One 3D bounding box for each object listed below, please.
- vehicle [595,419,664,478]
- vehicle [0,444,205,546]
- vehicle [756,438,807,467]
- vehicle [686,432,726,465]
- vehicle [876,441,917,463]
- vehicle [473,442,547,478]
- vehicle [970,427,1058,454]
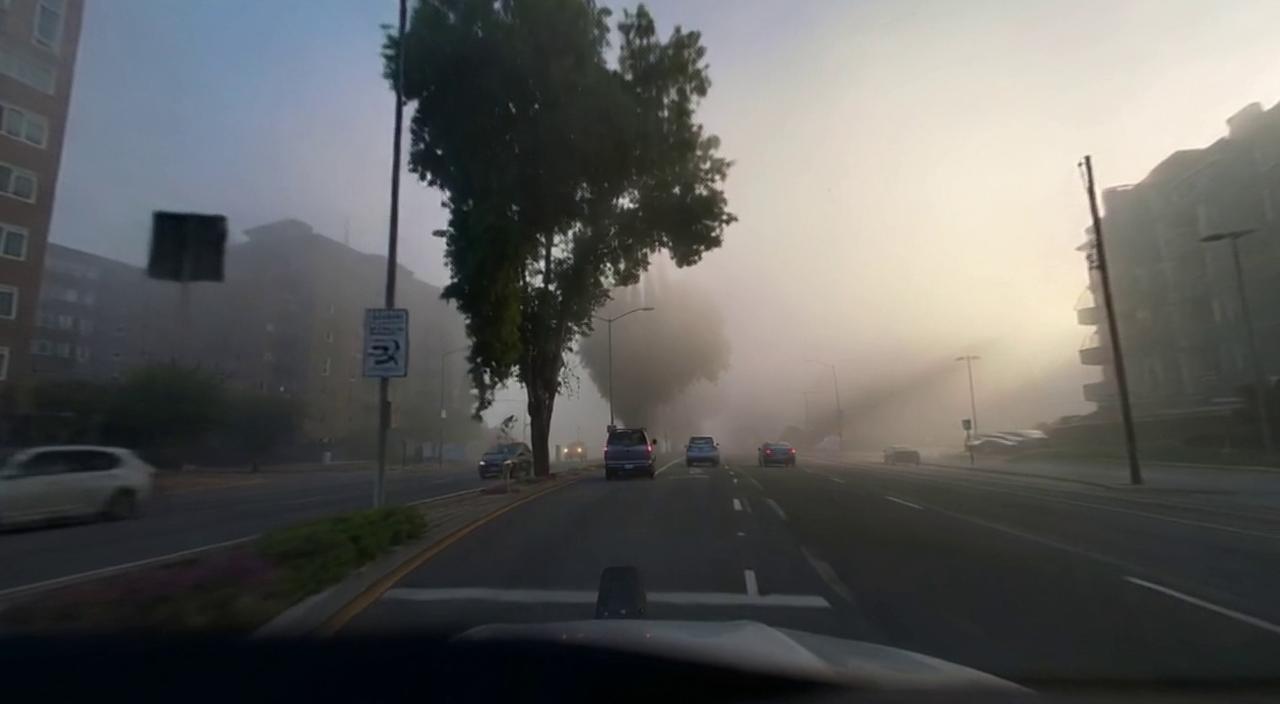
[{"bbox_3d":[-0.292,3.877,25.474,2.396,2.143,4.824,-1,-8,4],"label":"vehicle"},{"bbox_3d":[-10.401,2.395,11.134,1.965,1.486,4.494,-1,-8,5],"label":"vehicle"},{"bbox_3d":[7.706,5.511,34.712,2.075,1.486,4.316,-1,-8,4],"label":"vehicle"},{"bbox_3d":[4.021,5.837,38.310,2.222,1.841,4.031,-1,-8,6],"label":"vehicle"},{"bbox_3d":[18.534,7.215,45.669,1.706,1.474,3.761,-1,-8,6],"label":"vehicle"},{"bbox_3d":[-5.645,4.716,27.938,1.955,1.460,4.434,-1,-8,5],"label":"vehicle"},{"bbox_3d":[27.730,6.588,46.949,5.050,1.756,2.206,-3,-9,8],"label":"vehicle"}]
